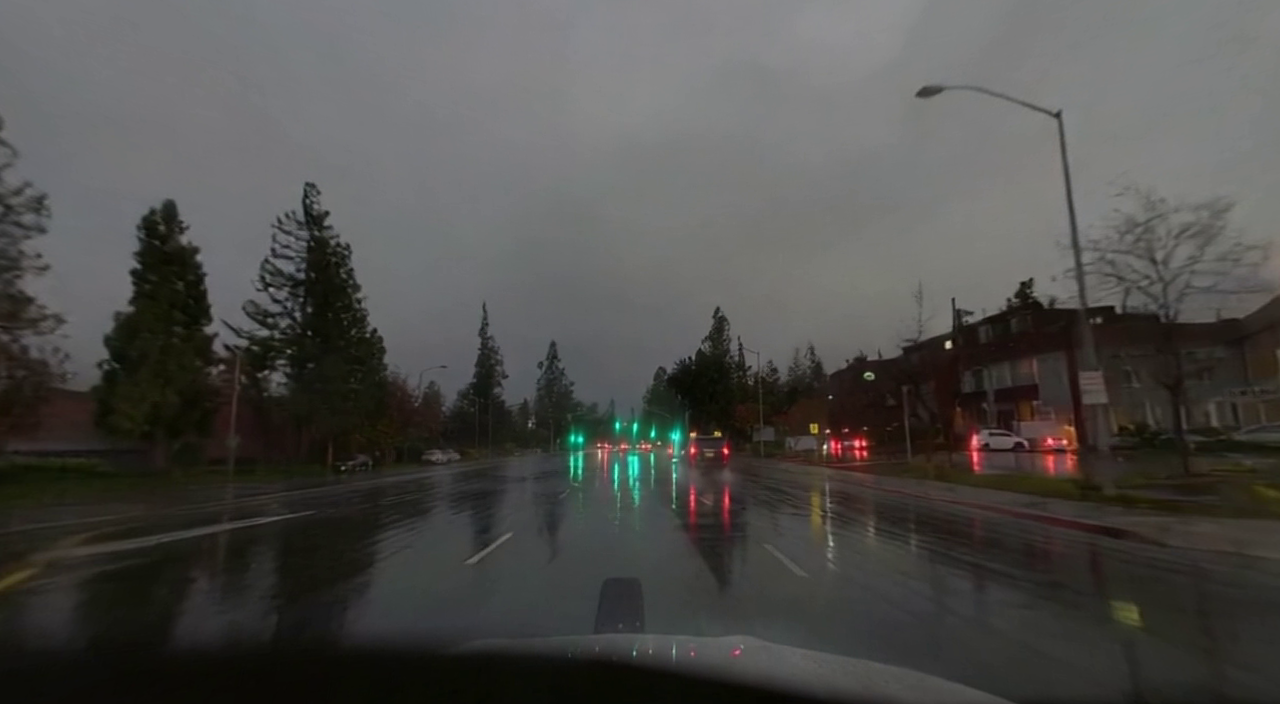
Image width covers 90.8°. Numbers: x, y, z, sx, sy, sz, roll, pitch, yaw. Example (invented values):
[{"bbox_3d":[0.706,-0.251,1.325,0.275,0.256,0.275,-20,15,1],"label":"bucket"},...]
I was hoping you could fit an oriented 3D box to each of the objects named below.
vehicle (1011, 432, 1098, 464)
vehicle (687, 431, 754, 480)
[{"bbox_3d":[27.788,6.429,42.398,4.609,1.919,1.985,0,-8,-9],"label":"vehicle"},{"bbox_3d":[3.135,4.166,25.604,2.060,1.816,4.343,0,-8,-1],"label":"vehicle"}]
